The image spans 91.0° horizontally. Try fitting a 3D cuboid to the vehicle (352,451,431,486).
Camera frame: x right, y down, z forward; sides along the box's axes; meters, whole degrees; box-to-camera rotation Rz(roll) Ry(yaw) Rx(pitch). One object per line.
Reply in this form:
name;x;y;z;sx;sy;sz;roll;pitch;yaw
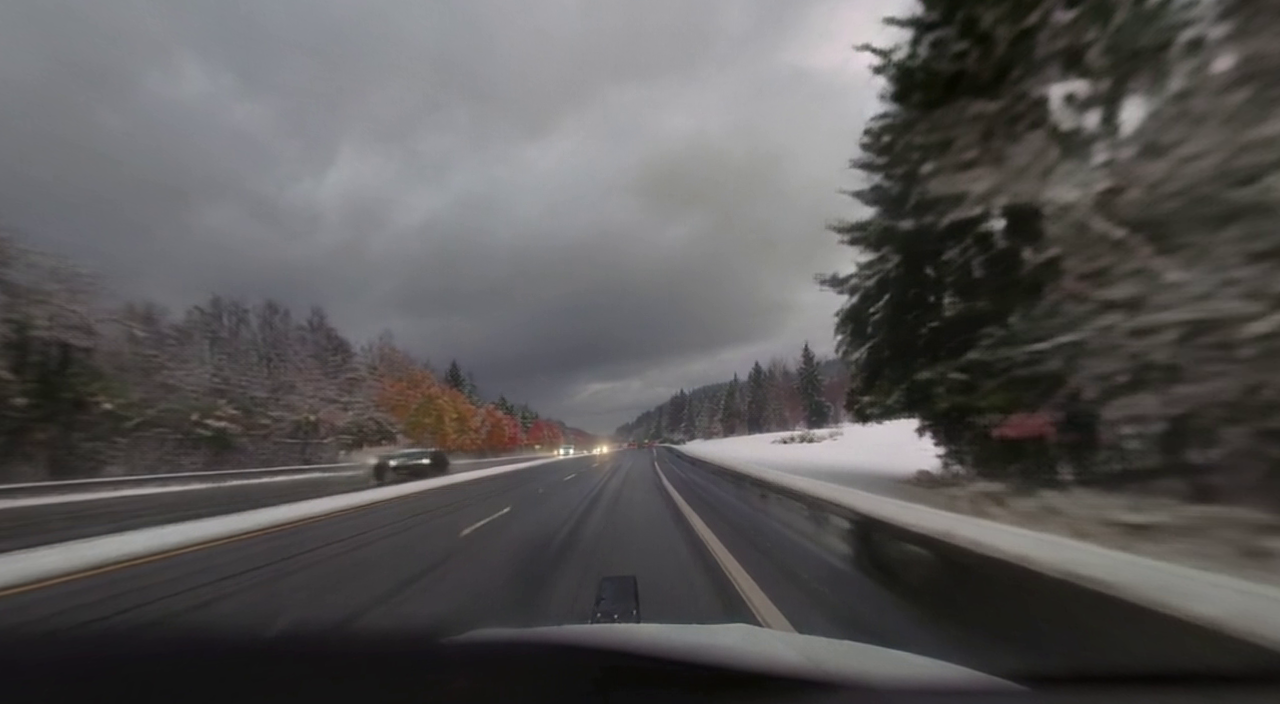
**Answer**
vehicle;-11.312;5.312;28.971;1.907;1.419;4.111;-1;-8;1
